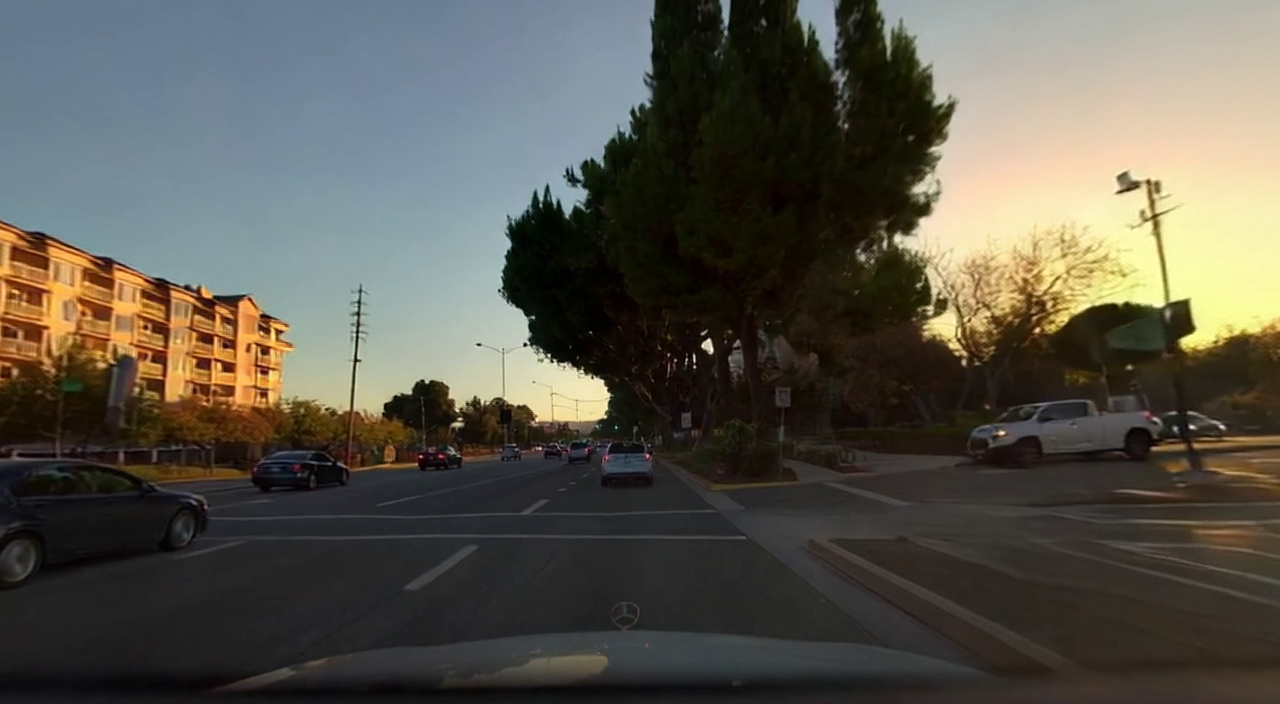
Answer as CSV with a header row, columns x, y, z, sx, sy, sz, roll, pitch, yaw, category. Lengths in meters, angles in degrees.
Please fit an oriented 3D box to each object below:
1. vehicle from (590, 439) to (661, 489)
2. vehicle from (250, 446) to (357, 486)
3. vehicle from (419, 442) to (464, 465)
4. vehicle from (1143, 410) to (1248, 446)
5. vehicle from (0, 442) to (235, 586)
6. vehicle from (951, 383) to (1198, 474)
x,y,z,sx,sy,sz,roll,pitch,yaw,category
-0.474,3.624,20.825,2.099,1.469,4.389,0,-8,-1,vehicle
-13.754,4.664,26.189,2.024,1.484,4.592,0,-8,-2,vehicle
-14.965,7.682,47.889,2.064,1.686,4.380,0,-8,-1,vehicle
28.100,3.850,31.987,3.745,1.450,1.750,-5,-6,-6,vehicle
-7.446,1.846,7.794,1.906,1.449,4.576,0,-8,-1,vehicle
12.532,2.252,18.568,5.253,2.014,2.666,-5,-7,-5,vehicle
